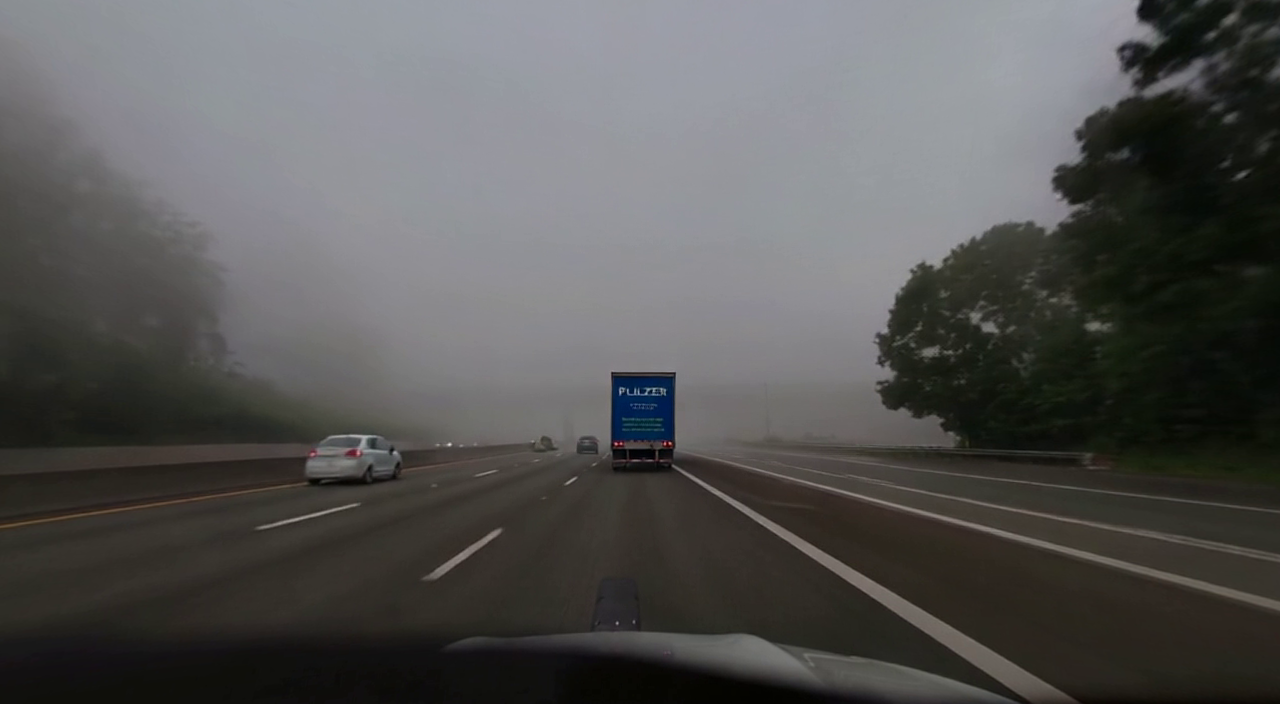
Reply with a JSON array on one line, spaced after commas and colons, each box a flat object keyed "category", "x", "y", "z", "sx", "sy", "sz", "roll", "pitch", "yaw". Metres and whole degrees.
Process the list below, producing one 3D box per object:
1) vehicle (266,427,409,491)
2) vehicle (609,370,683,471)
[{"category": "vehicle", "x": -8.230, "y": 2.937, "z": 17.629, "sx": 2.041, "sy": 1.566, "sz": 3.986, "roll": 0, "pitch": -8, "yaw": 0}, {"category": "vehicle", "x": 0.093, "y": 3.505, "z": 30.845, "sx": 2.926, "sy": 3.959, "sz": 11.818, "roll": 0, "pitch": -8, "yaw": -1}]
